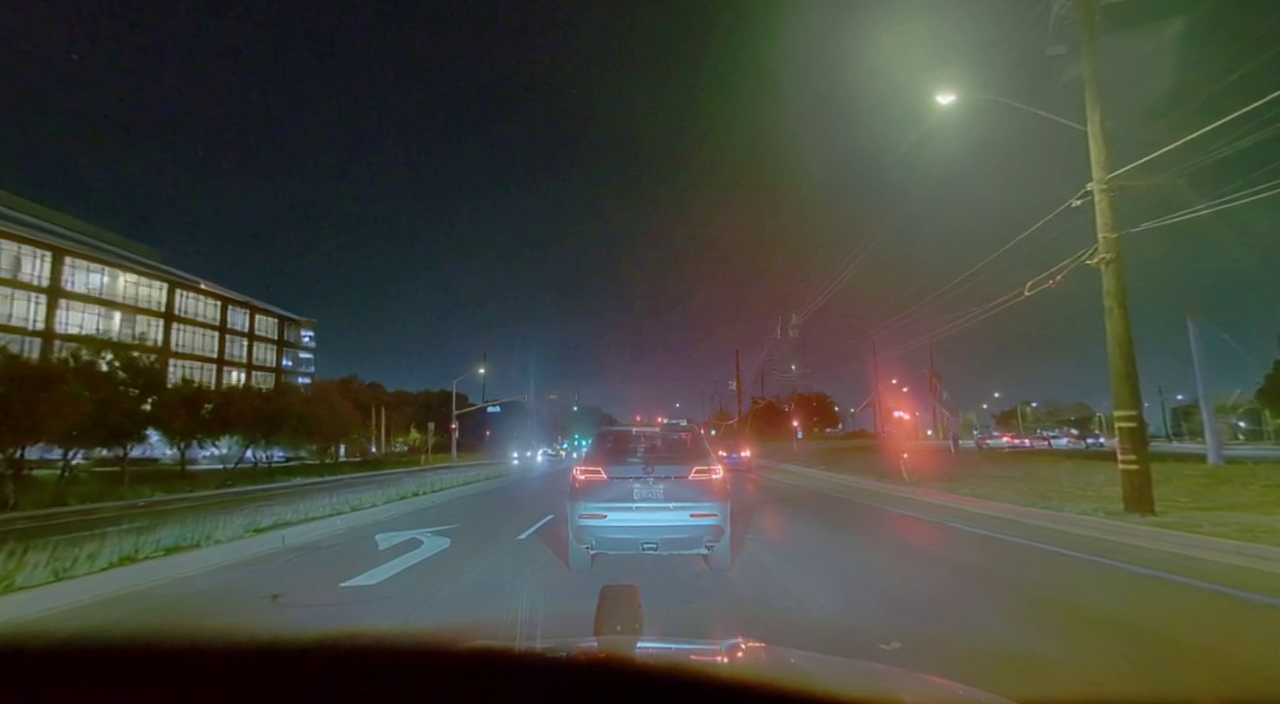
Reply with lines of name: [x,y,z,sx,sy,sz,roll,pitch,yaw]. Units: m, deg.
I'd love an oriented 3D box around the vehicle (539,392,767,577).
vehicle: [0.121,1.604,8.339,2.189,1.776,4.342,0,-9,0]

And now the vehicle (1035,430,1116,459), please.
vehicle: [33.926,7.262,49.495,2.400,2.035,6.402,-1,-9,7]
